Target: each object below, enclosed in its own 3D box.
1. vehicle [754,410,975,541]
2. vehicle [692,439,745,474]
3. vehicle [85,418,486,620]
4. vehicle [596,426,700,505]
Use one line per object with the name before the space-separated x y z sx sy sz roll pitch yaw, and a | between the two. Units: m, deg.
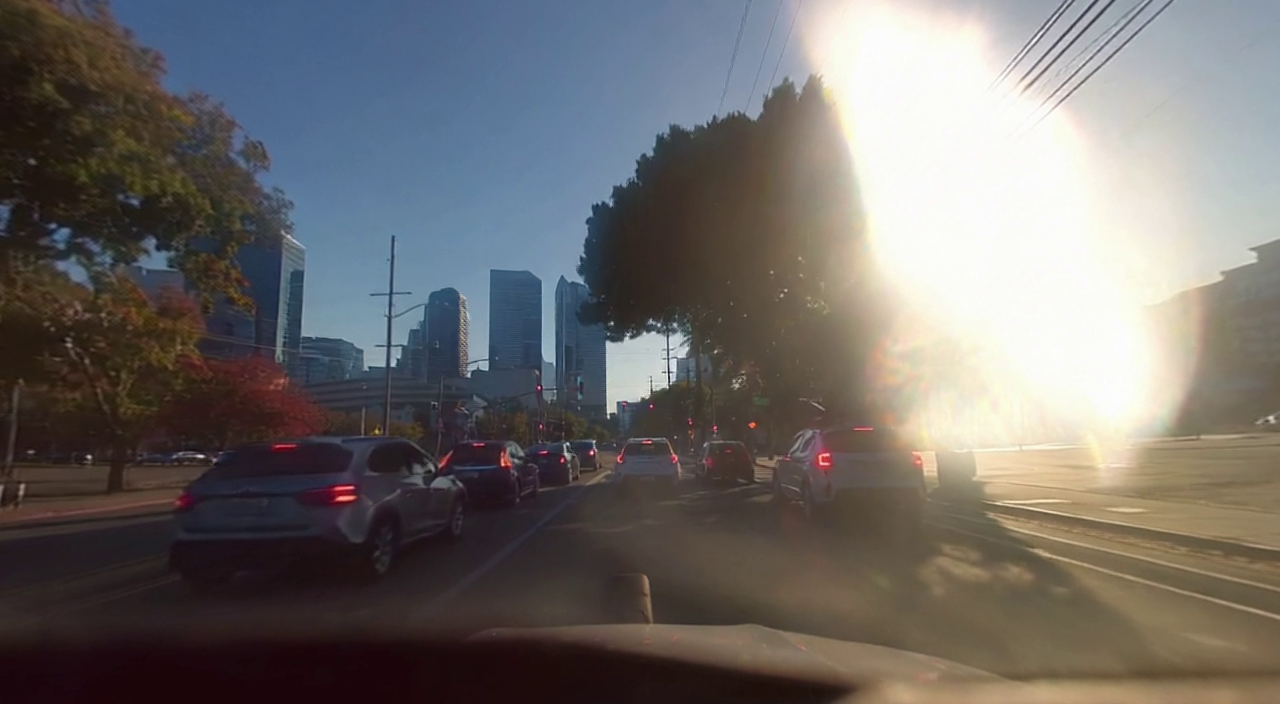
vehicle | 3.399 1.977 10.688 2.024 1.711 4.512 0 -8 0
vehicle | 3.644 4.928 29.974 1.880 1.503 4.130 0 -8 -1
vehicle | -3.221 1.592 7.099 2.104 1.488 4.546 0 -8 -4
vehicle | 0.150 2.706 15.415 2.200 1.653 4.127 0 -8 0
